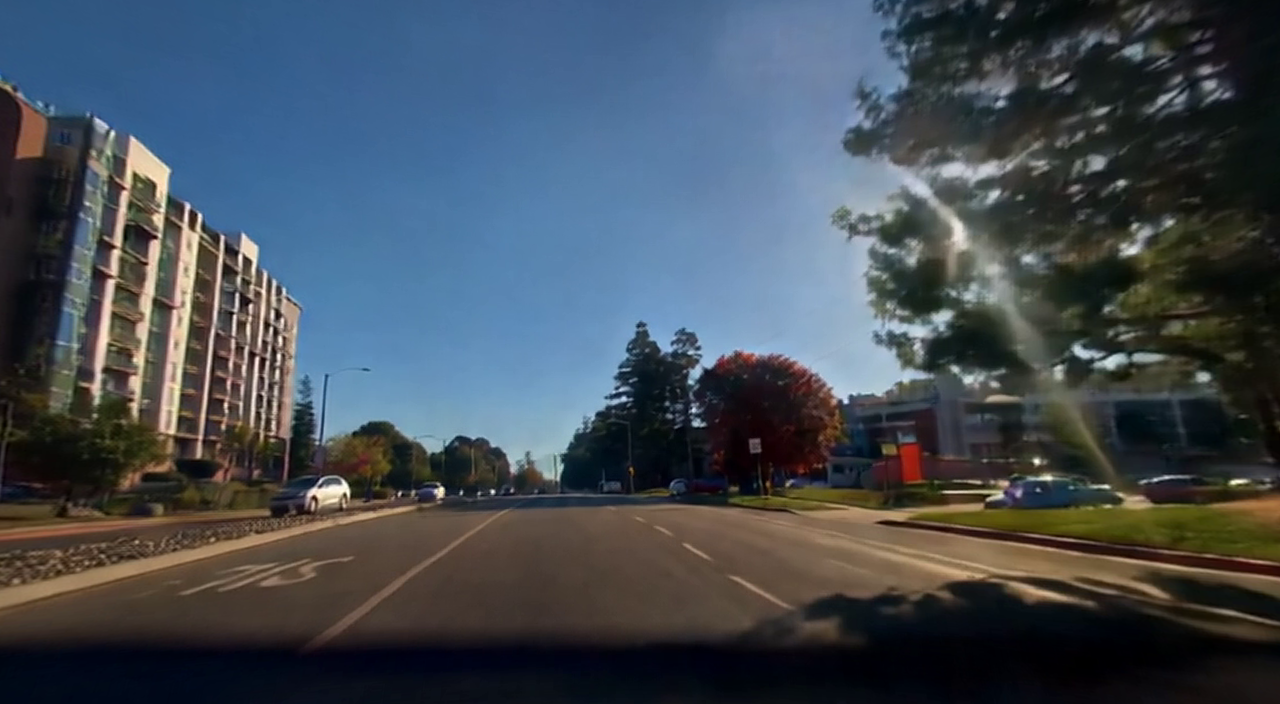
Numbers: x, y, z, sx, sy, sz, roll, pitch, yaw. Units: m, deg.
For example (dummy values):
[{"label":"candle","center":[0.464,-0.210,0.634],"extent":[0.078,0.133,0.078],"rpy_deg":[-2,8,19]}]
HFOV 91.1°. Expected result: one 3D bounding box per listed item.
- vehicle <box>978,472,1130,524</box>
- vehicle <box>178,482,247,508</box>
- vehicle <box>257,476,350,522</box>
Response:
[{"label":"vehicle","center":[14.751,5.264,22.511],"extent":[4.030,1.483,1.859],"rpy_deg":[-2,-16,-5]},{"label":"vehicle","center":[-33.488,11.257,49.256],"extent":[3.770,1.737,2.102],"rpy_deg":[-1,-15,-9]},{"label":"vehicle","center":[-14.590,6.363,27.543],"extent":[2.060,1.618,4.203],"rpy_deg":[1,-9,-5]}]
